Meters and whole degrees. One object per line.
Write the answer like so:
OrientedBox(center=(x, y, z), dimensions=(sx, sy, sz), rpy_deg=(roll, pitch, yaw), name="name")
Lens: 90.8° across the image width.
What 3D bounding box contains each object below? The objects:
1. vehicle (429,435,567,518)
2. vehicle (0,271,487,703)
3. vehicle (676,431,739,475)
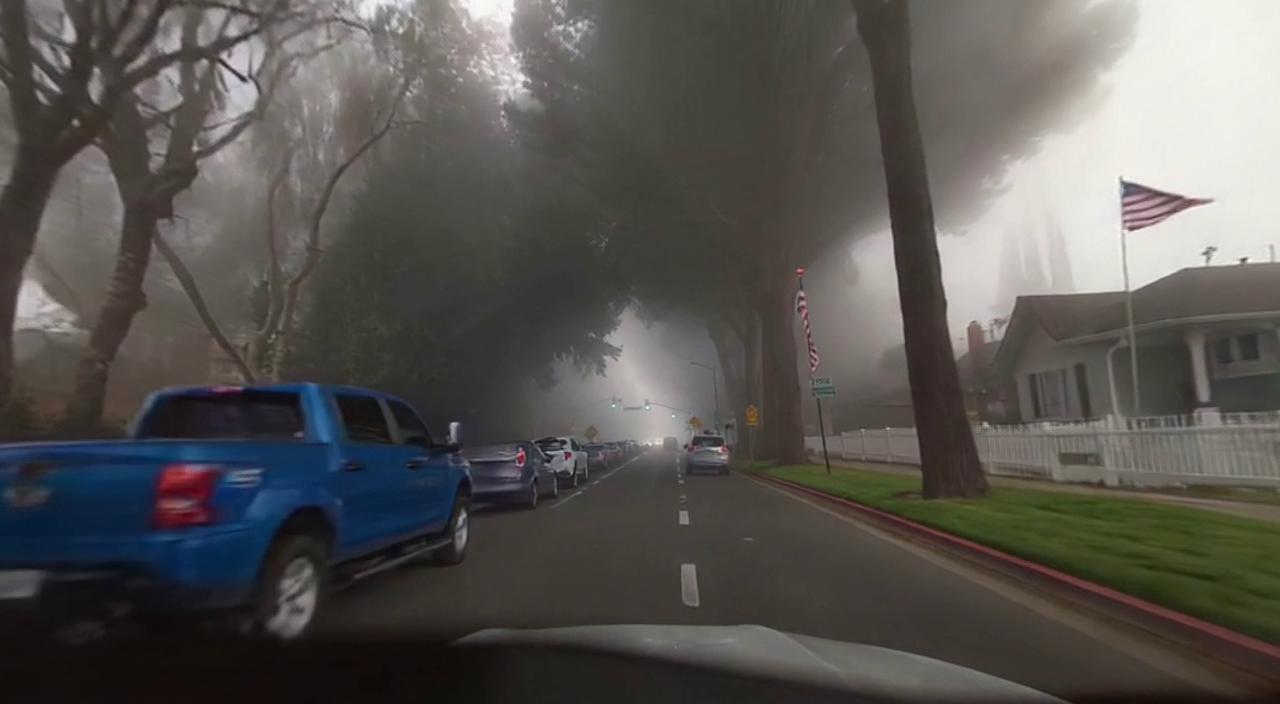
OrientedBox(center=(-2.783, 2.540, 13.370), dimensions=(1.807, 1.475, 3.952), rpy_deg=(-1, -9, 3), name="vehicle")
OrientedBox(center=(-3.172, 1.043, 5.271), dimensions=(2.405, 2.058, 5.193), rpy_deg=(0, -9, 1), name="vehicle")
OrientedBox(center=(2.707, 4.191, 26.380), dimensions=(2.258, 1.682, 4.635), rpy_deg=(0, -9, 2), name="vehicle")
